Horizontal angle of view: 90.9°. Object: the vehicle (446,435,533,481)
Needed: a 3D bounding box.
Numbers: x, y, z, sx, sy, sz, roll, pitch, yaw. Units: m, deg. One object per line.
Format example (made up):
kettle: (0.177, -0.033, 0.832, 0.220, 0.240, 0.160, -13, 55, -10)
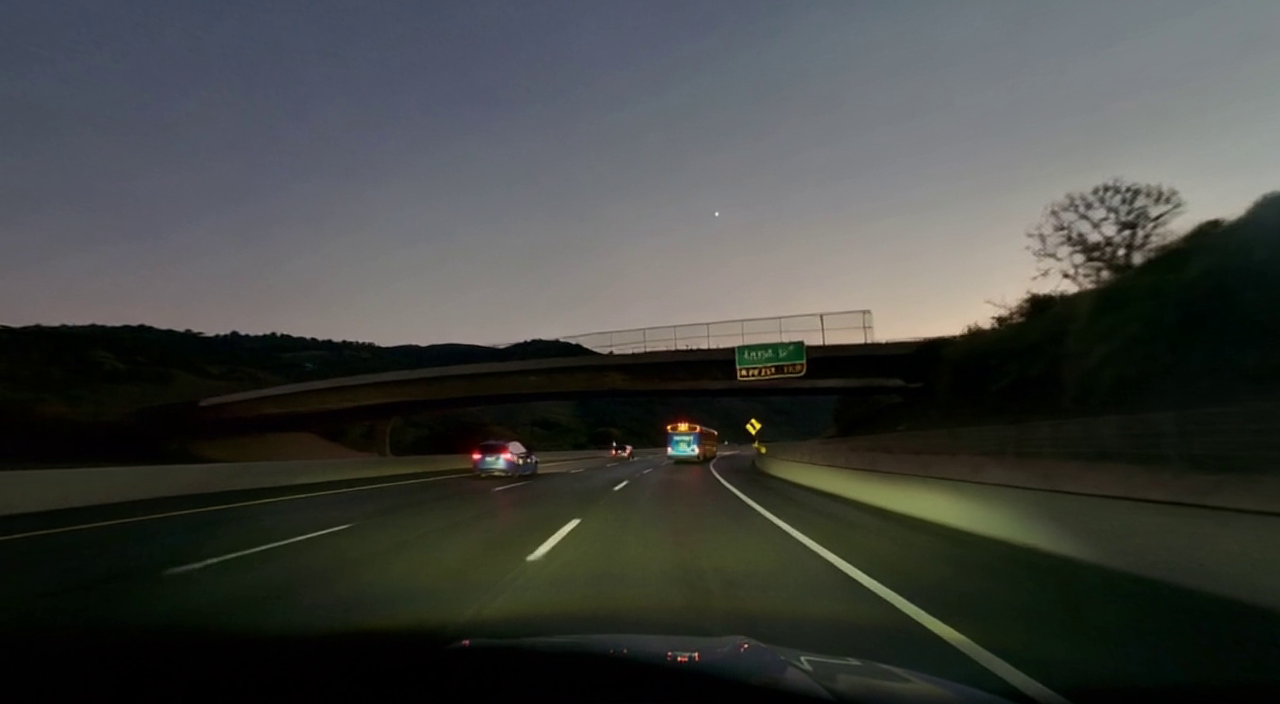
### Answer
vehicle: (-6.066, 4.339, 26.083, 2.172, 1.689, 4.625, 0, -8, 4)
